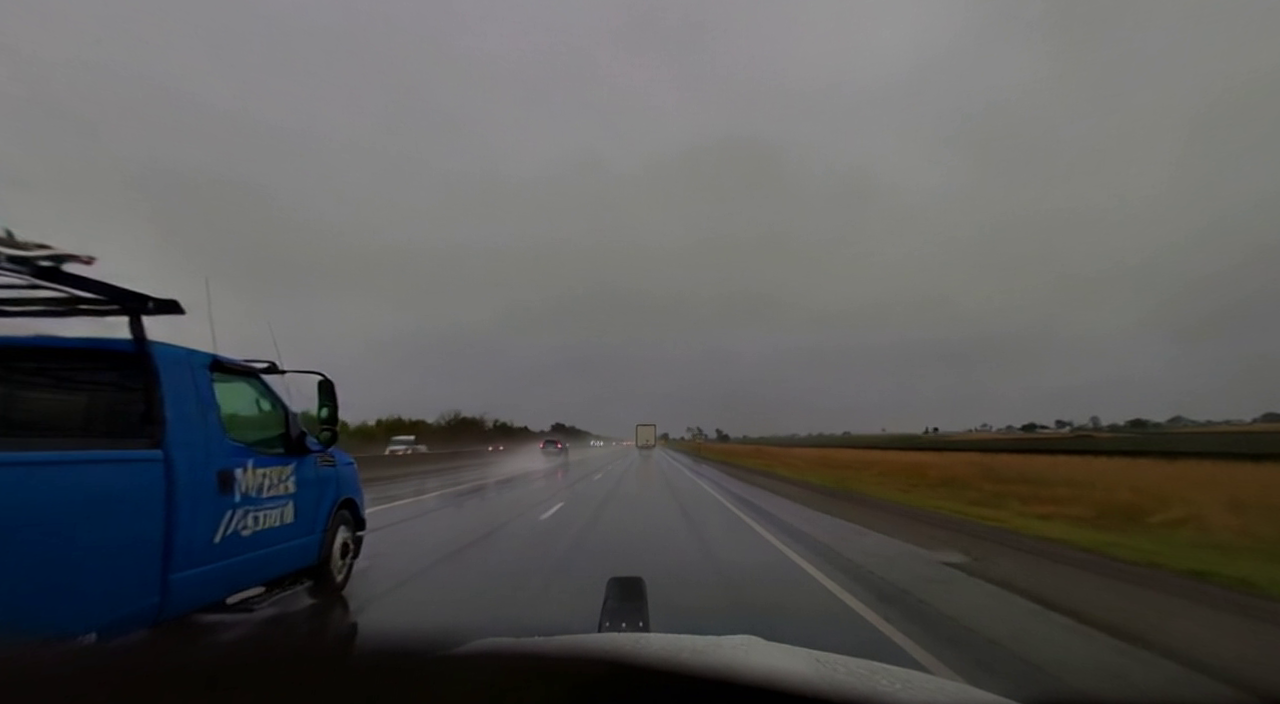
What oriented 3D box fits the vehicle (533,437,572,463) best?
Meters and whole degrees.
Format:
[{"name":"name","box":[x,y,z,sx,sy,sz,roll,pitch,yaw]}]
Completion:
[{"name":"vehicle","box":[-6.769,7.629,49.258,2.193,1.866,4.807,0,-8,1]}]

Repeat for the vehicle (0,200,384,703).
[{"name":"vehicle","box":[-3.786,0.613,2.362,2.791,2.330,6.725,0,-8,0]}]
